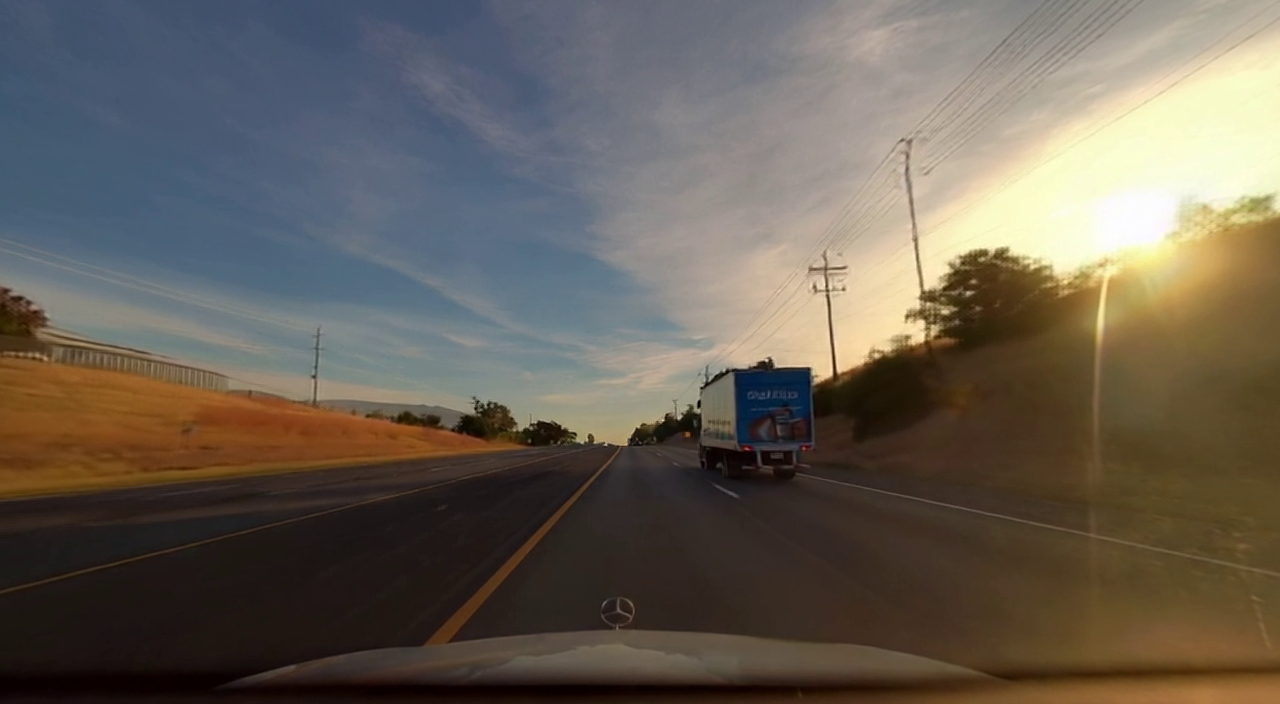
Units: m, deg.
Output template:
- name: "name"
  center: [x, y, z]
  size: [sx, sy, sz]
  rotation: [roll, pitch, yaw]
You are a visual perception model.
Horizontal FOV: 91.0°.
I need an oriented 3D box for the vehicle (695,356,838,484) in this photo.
- name: "vehicle"
  center: [4.033, 2.592, 22.778]
  size: [3.037, 3.672, 9.136]
  rotation: [0, -8, -1]
